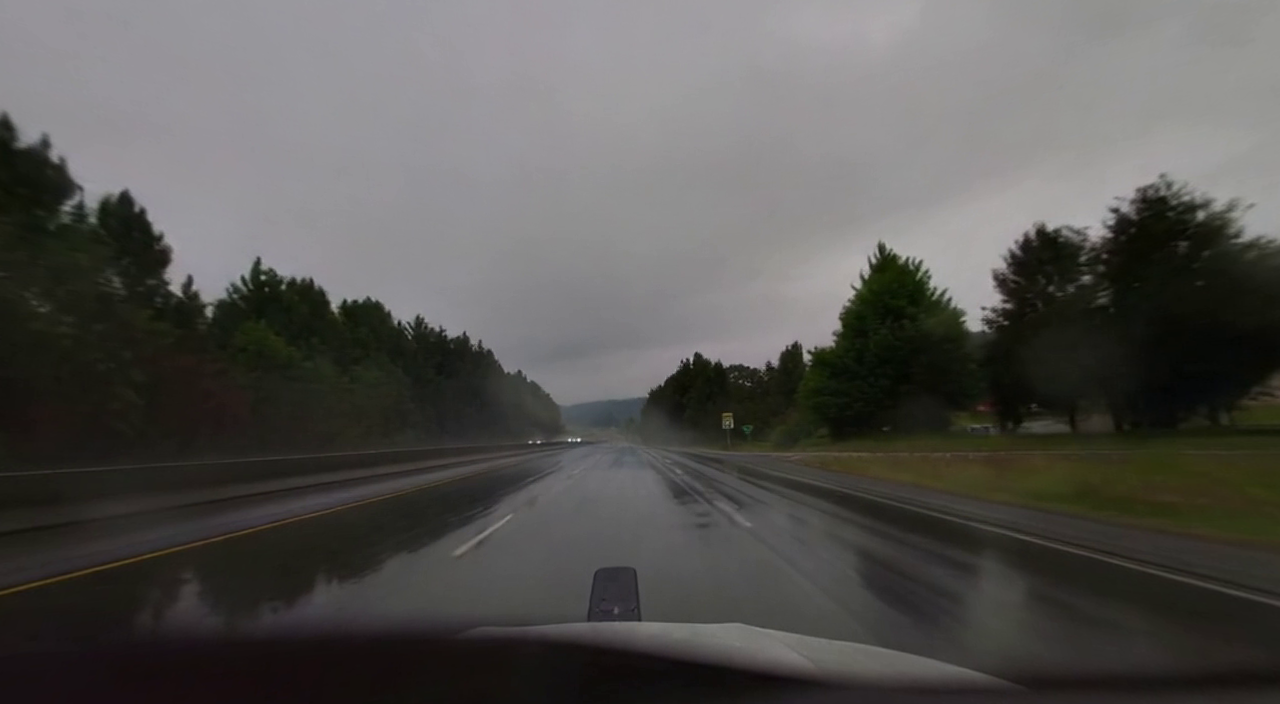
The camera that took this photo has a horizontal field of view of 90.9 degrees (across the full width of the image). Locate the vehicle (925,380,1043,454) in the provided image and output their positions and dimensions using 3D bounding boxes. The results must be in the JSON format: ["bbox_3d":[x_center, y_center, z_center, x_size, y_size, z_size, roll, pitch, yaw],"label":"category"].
[{"bbox_3d":[20.073,3.920,37.269,2.963,3.988,5.894,1,-8,-7],"label":"vehicle"}]
